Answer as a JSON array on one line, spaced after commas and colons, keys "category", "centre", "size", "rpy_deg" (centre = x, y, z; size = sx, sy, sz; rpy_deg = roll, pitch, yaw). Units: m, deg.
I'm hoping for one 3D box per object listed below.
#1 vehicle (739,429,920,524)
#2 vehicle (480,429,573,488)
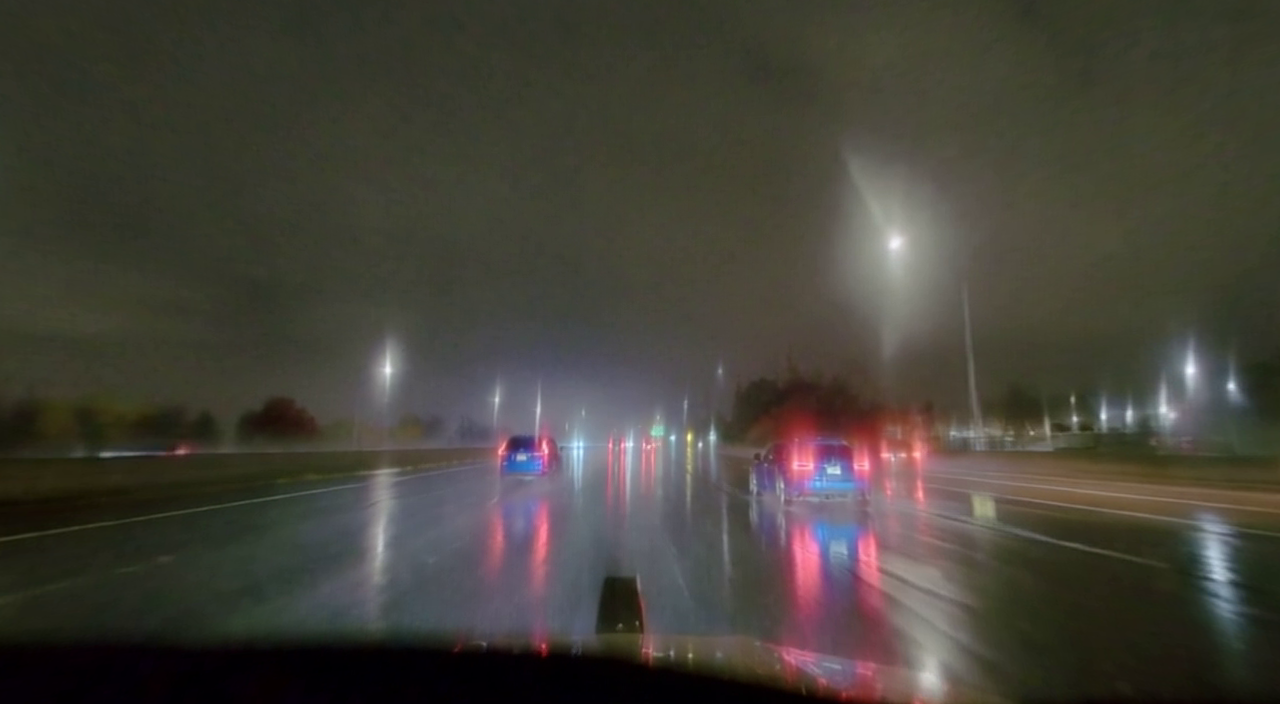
[{"category": "vehicle", "centre": [3.516, 2.427, 12.940], "size": [2.107, 1.550, 4.949], "rpy_deg": [0, -9, -1]}, {"category": "vehicle", "centre": [-3.642, 3.536, 21.217], "size": [2.193, 1.746, 4.512], "rpy_deg": [0, -9, 1]}]
